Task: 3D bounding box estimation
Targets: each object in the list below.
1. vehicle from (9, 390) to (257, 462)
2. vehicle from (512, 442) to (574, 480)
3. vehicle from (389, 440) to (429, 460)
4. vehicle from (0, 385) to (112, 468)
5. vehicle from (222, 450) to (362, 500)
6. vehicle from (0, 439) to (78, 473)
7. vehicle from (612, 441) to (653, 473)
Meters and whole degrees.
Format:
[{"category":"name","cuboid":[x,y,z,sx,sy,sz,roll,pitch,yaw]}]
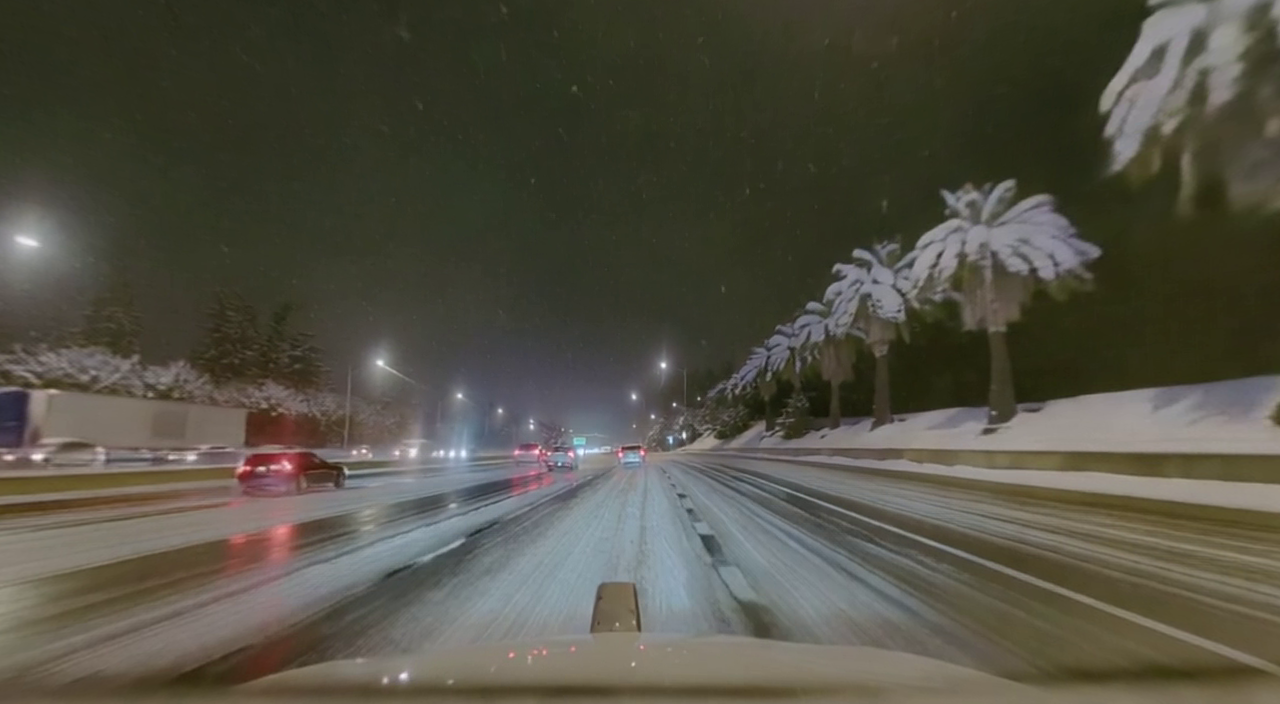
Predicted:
[{"category":"vehicle","cuboid":[-32.844,5.306,43.009,2.883,3.957,16.802,0,-9,1]},{"category":"vehicle","cuboid":[-4.579,5.244,30.581,2.204,1.677,4.438,0,-9,1]},{"category":"vehicle","cuboid":[-17.994,7.629,49.300,1.774,1.453,3.552,0,-9,0]},{"category":"vehicle","cuboid":[-32.949,3.830,32.127,3.163,4.010,9.911,0,-9,3]},{"category":"vehicle","cuboid":[-11.634,4.096,21.592,1.946,1.473,4.763,0,-9,2]},{"category":"vehicle","cuboid":[-29.038,4.807,29.287,1.751,1.455,4.513,0,-9,1]},{"category":"vehicle","cuboid":[-0.390,5.943,35.972,2.201,1.672,4.128,0,-9,0]}]
